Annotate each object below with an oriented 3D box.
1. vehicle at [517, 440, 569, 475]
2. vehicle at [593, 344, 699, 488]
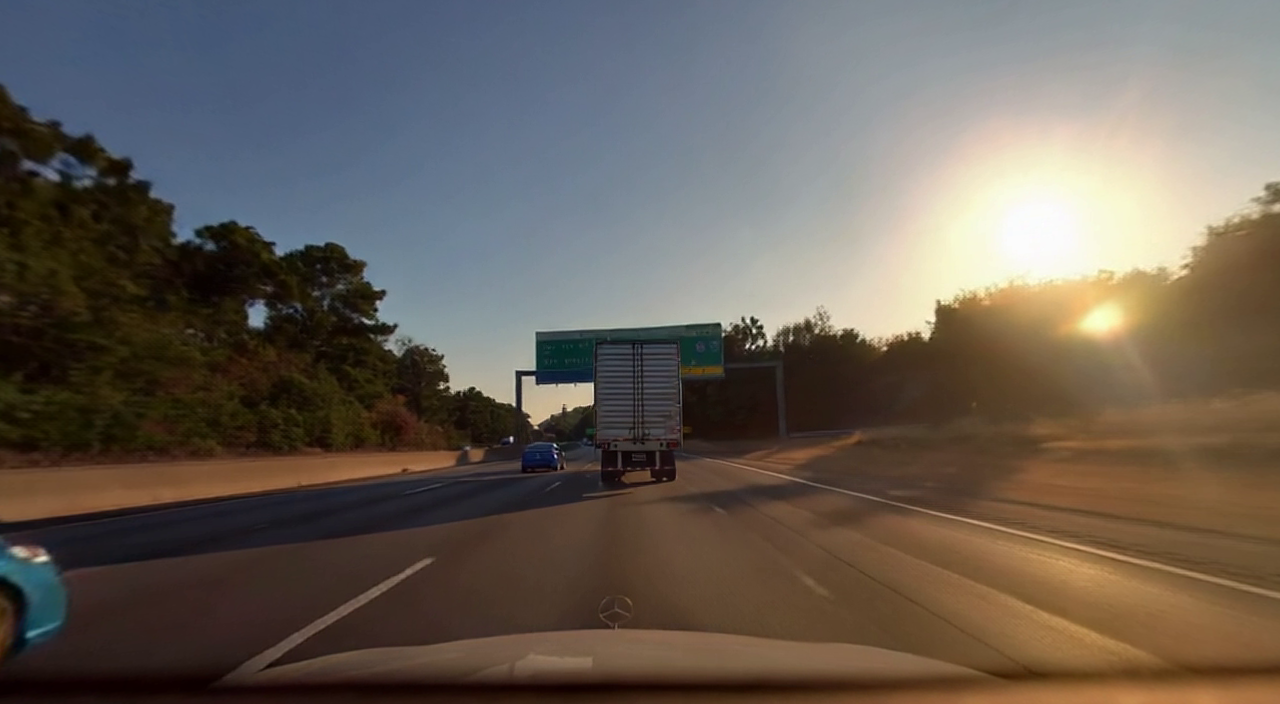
[{"bbox_3d":[-4.601,5.029,30.378,1.854,1.530,4.268,0,-8,0],"label":"vehicle"},{"bbox_3d":[0.067,2.592,23.739,3.073,4.196,10.546,0,-8,-1],"label":"vehicle"}]
